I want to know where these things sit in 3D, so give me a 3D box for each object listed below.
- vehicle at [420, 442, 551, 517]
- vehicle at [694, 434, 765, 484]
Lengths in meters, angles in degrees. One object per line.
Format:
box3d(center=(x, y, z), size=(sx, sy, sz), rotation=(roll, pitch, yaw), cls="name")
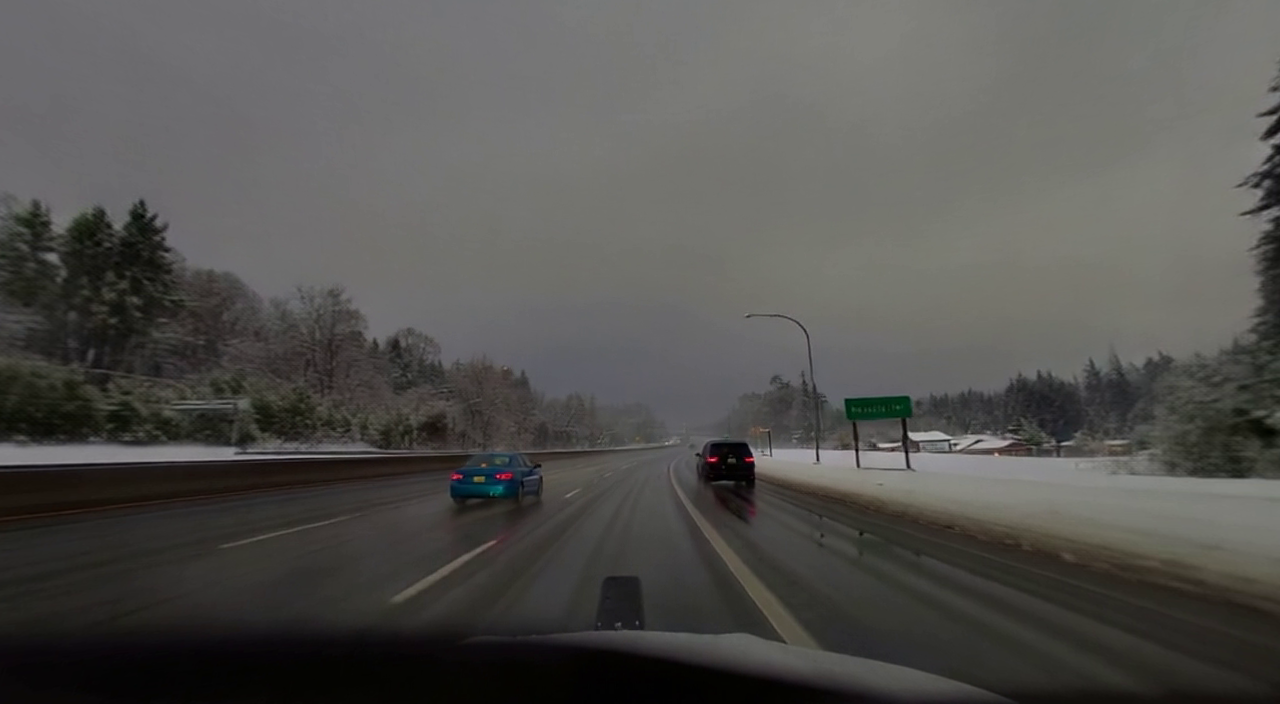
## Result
box3d(center=(-3.457, 2.924, 15.012), size=(1.937, 1.490, 4.372), rotation=(0, -9, 1), cls="vehicle")
box3d(center=(3.524, 4.313, 25.681), size=(2.225, 1.833, 4.340), rotation=(0, -9, 0), cls="vehicle")
